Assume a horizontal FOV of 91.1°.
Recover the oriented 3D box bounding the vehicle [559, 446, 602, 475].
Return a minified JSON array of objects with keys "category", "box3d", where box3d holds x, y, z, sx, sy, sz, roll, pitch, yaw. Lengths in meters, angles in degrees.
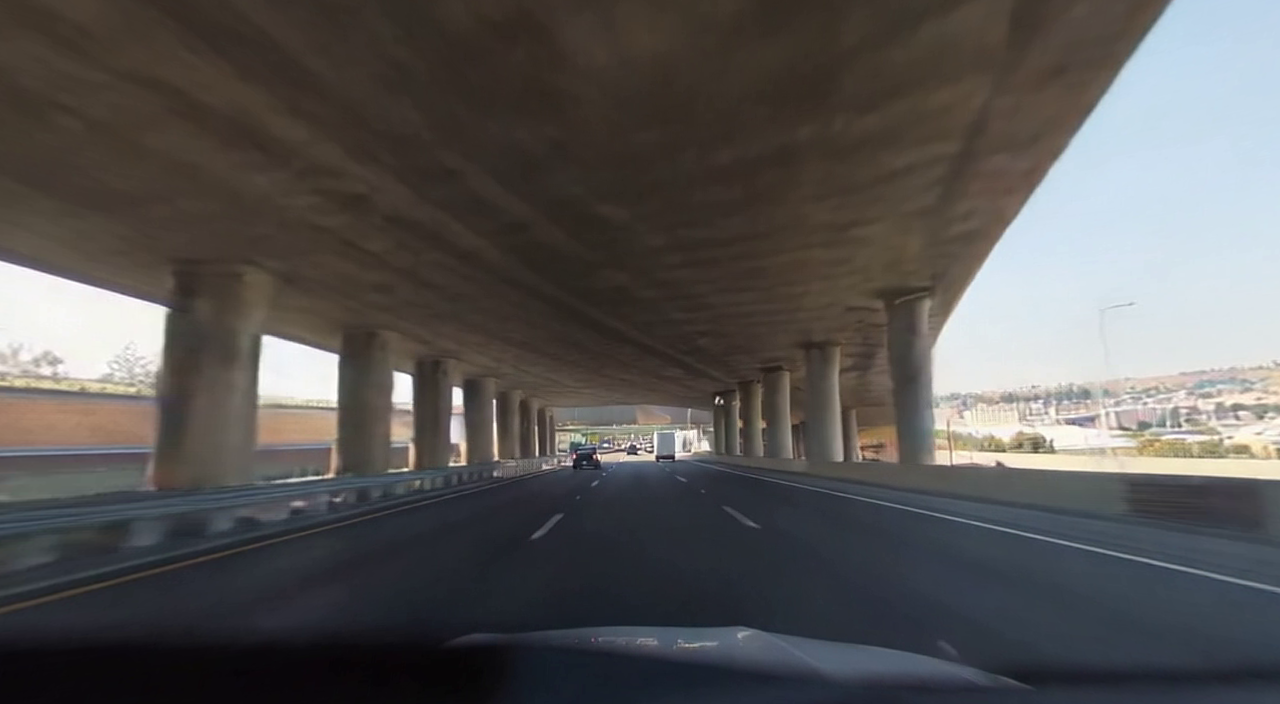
[{"category":"vehicle","box3d":[-3.302,6.129,35.634,2.100,1.525,4.179,0,-9,0]}]
